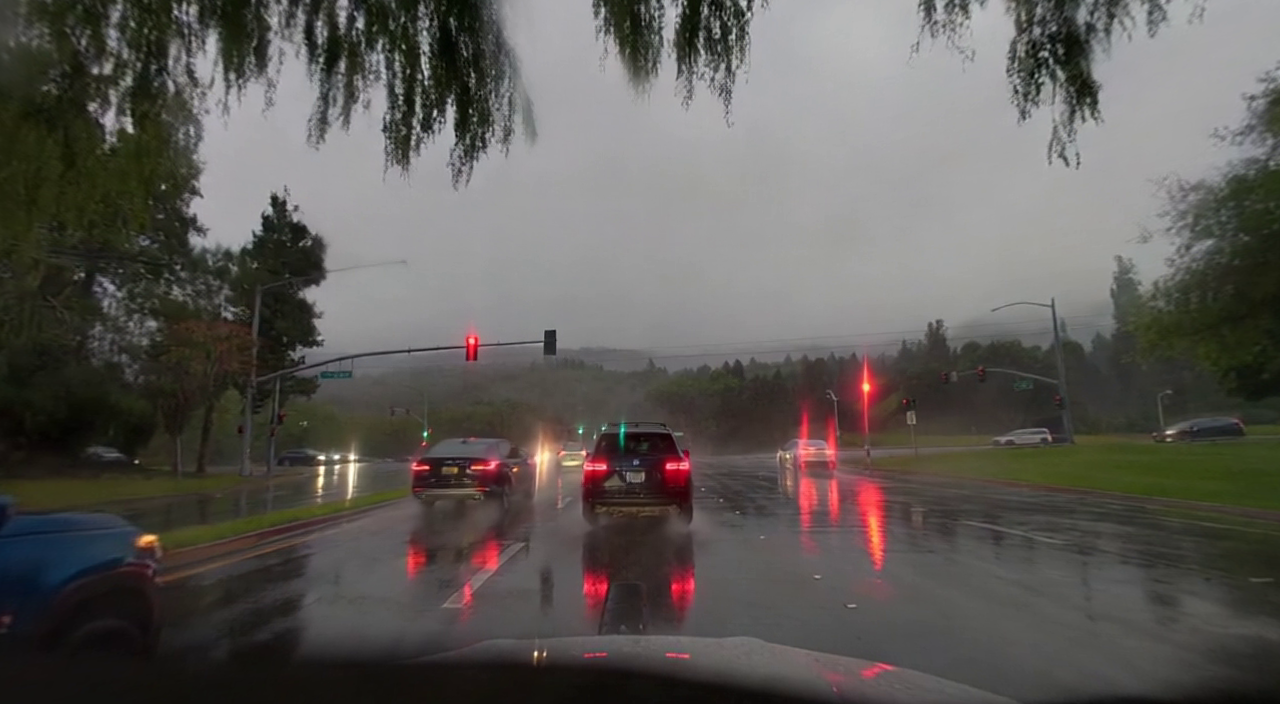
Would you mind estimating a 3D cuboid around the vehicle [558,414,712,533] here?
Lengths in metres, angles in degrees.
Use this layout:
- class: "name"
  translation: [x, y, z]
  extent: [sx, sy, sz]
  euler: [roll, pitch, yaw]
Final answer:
- class: "vehicle"
  translation: [-0.069, 2.129, 11.586]
  extent: [2.298, 1.770, 4.138]
  euler: [0, -8, 0]

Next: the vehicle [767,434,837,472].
- class: "vehicle"
  translation: [8.017, 5.060, 31.751]
  extent: [2.166, 1.761, 4.692]
  euler: [0, -8, -2]

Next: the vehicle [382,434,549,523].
- class: "vehicle"
  translation: [-3.372, 2.554, 13.445]
  extent: [2.061, 1.504, 5.142]
  euler: [0, -8, 0]

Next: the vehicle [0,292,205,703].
- class: "vehicle"
  translation: [-3.583, 0.487, 0.808]
  extent: [2.320, 1.863, 5.148]
  euler: [0, -8, 1]
